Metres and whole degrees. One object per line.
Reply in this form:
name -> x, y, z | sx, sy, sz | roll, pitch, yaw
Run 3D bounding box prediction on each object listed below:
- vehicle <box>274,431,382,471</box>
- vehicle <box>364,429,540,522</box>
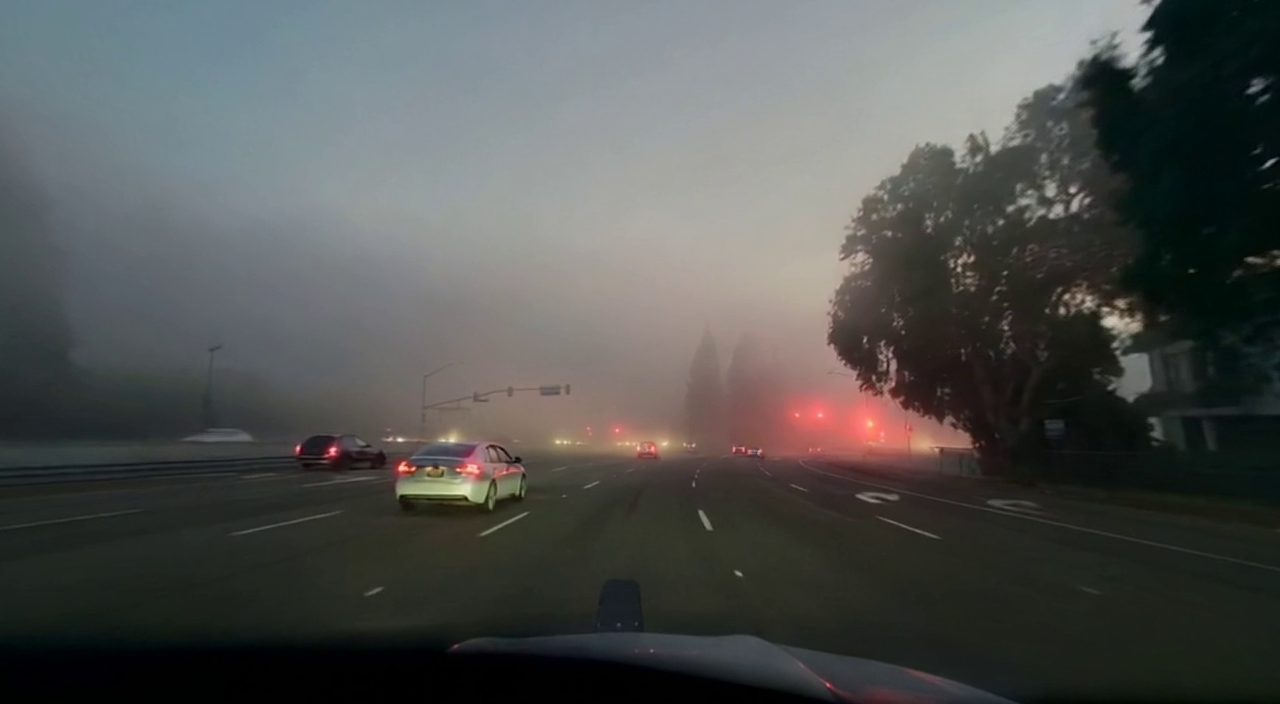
vehicle -> -12.555, 4.020, 25.791 | 1.984, 1.488, 4.258 | -1, -9, 5
vehicle -> -3.358, 2.303, 12.272 | 1.934, 1.463, 4.220 | -1, -9, 3
